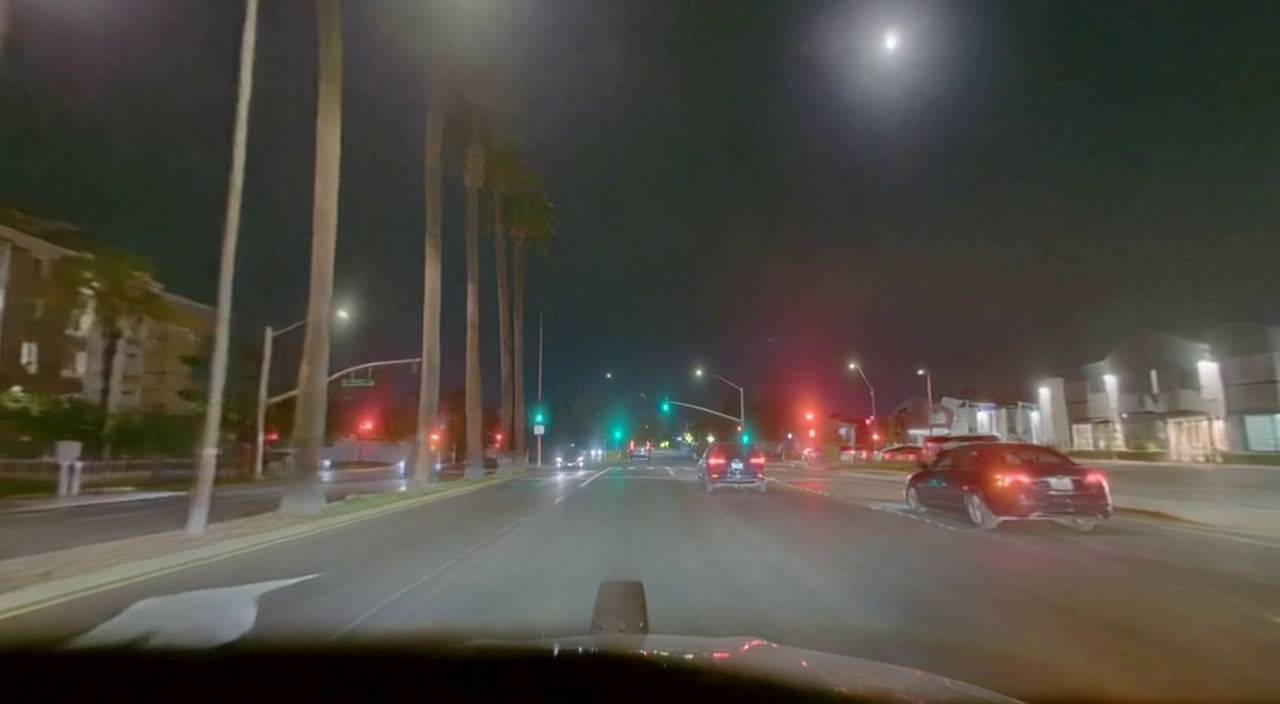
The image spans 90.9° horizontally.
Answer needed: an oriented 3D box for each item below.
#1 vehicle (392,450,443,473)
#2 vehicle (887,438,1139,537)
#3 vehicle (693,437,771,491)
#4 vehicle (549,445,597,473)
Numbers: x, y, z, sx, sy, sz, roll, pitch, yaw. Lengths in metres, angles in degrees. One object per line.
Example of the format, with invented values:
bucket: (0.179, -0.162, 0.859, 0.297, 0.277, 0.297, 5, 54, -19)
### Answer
vehicle: (-15.534, 7.640, 44.221, 1.902, 1.466, 4.463, 0, -9, 0)
vehicle: (6.513, 2.386, 11.802, 1.890, 1.471, 4.566, 0, -9, 0)
vehicle: (3.002, 3.755, 21.533, 2.009, 1.639, 4.267, 0, -9, 0)
vehicle: (-3.644, 5.890, 34.963, 2.037, 1.472, 4.152, 0, -9, 3)
